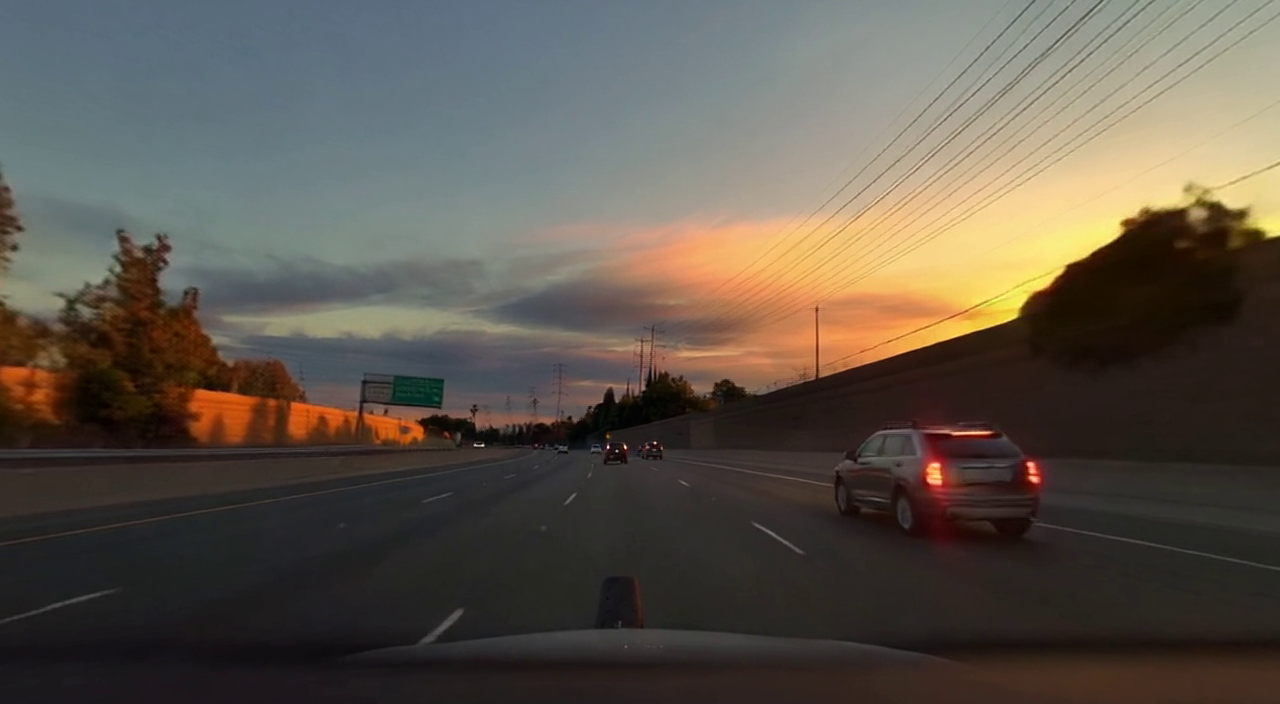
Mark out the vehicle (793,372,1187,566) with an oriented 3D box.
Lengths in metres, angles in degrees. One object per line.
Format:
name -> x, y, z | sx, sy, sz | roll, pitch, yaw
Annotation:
vehicle -> 4.438, 1.666, 9.729 | 2.504, 2.033, 5.979 | 0, -8, -2

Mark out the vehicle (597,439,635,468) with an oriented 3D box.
vehicle -> -1.574, 6.337, 39.588 | 2.188, 1.714, 3.921 | 1, -8, -5
